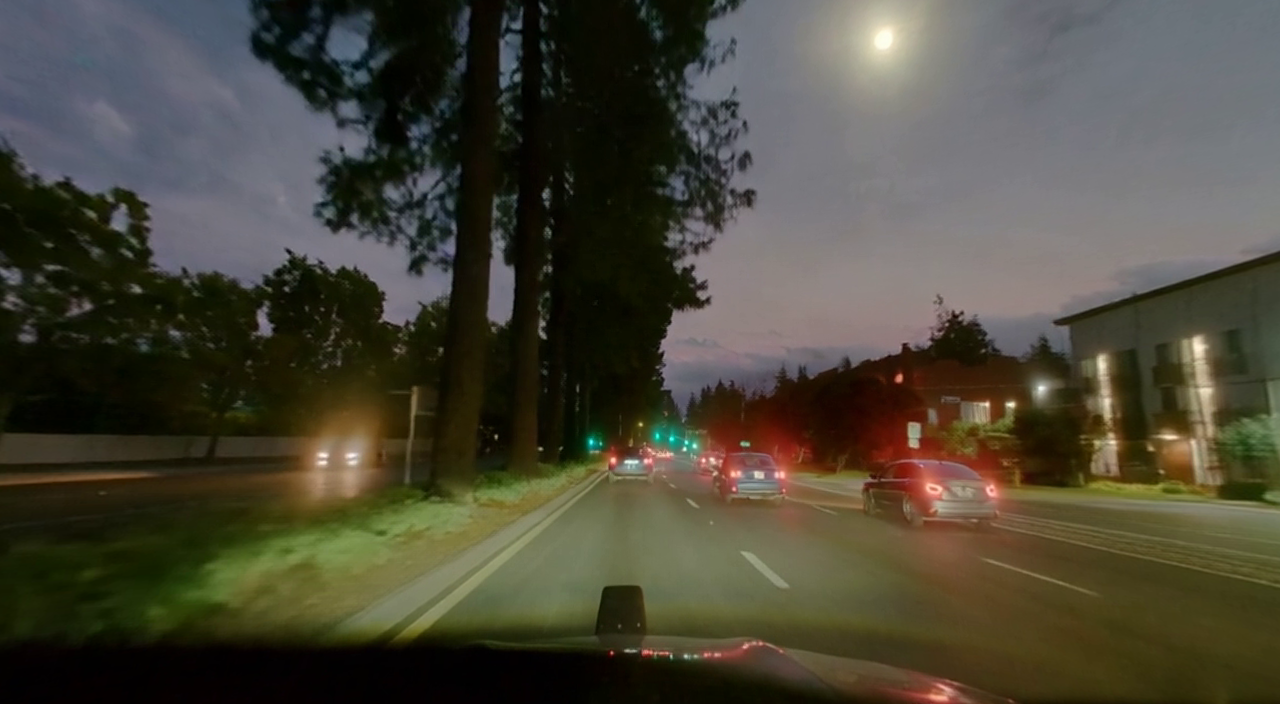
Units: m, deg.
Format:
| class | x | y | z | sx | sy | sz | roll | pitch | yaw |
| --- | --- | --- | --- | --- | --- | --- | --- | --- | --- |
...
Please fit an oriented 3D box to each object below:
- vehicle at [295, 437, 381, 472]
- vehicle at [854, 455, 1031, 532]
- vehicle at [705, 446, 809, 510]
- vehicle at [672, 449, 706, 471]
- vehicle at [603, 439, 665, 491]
| class | x | y | z | sx | sy | sz | roll | pitch | yaw |
| --- | --- | --- | --- | --- | --- | --- | --- | --- | --- |
| vehicle | -15.746 | 5.368 | 33.050 | 2.100 | 1.708 | 4.567 | 0 | -9 | 2 |
| vehicle | 6.712 | 3.150 | 14.579 | 1.944 | 1.458 | 4.268 | 0 | -9 | 0 |
| vehicle | 3.002 | 3.325 | 17.114 | 1.932 | 1.510 | 4.168 | 0 | -9 | -1 |
| vehicle | 3.417 | 7.624 | 44.659 | 2.012 | 1.462 | 4.163 | 0 | -9 | -1 |
| vehicle | -0.207 | 4.007 | 22.615 | 2.008 | 1.674 | 4.239 | 0 | -9 | 0 |
